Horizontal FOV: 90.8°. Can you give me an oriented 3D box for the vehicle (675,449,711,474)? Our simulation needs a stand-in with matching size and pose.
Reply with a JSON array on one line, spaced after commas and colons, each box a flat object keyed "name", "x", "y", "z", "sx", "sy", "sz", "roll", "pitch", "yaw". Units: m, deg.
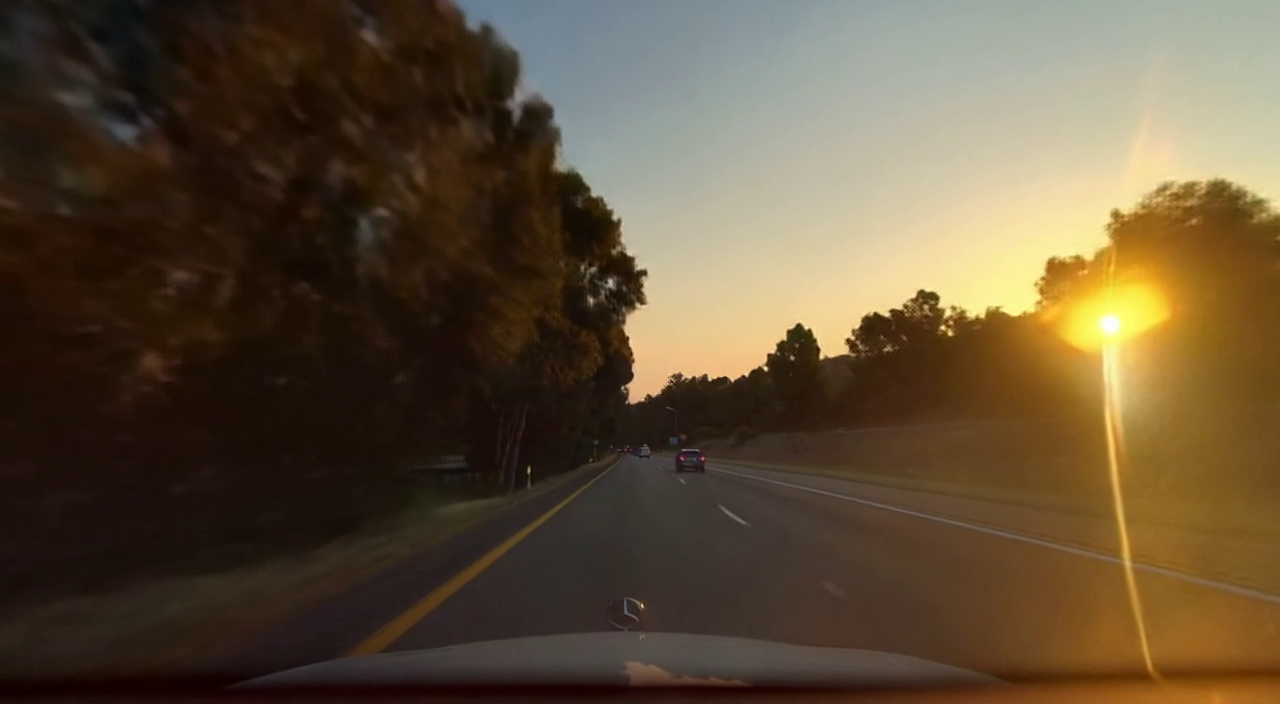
[{"name": "vehicle", "x": 3.369, "y": 7.083, "z": 41.007, "sx": 1.870, "sy": 1.486, "sz": 3.858, "roll": 0, "pitch": -9, "yaw": -2}]
